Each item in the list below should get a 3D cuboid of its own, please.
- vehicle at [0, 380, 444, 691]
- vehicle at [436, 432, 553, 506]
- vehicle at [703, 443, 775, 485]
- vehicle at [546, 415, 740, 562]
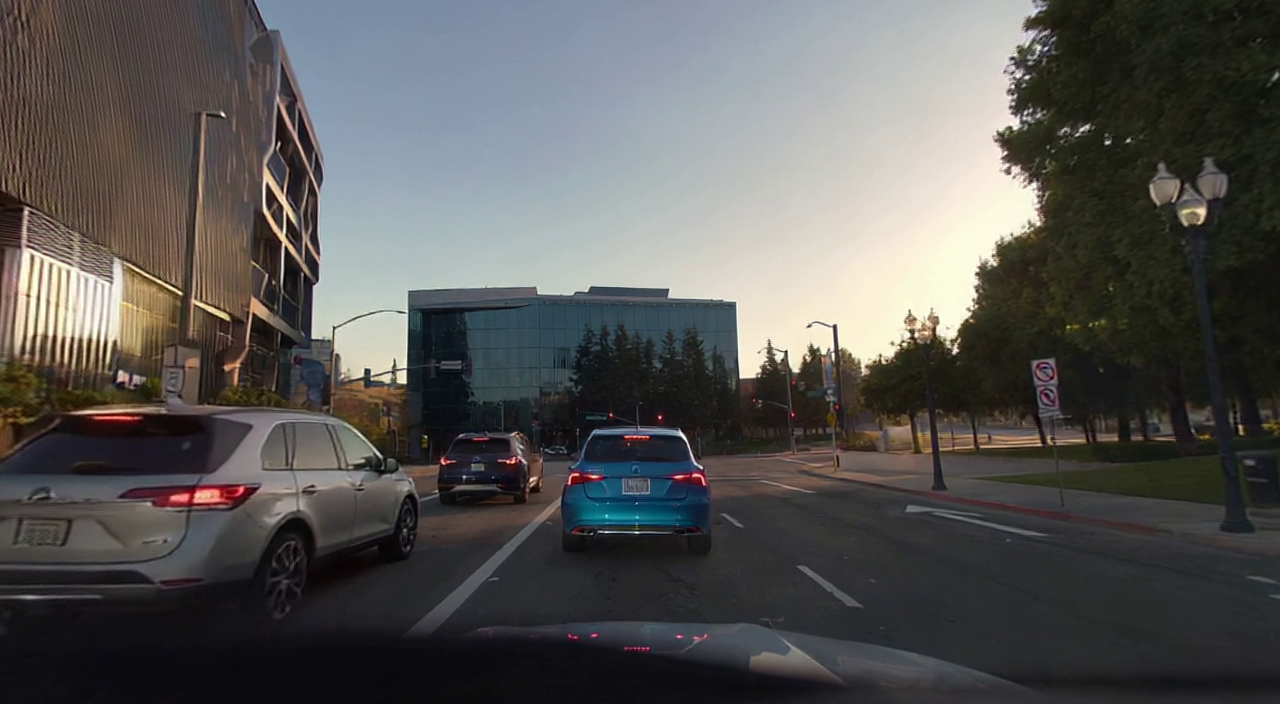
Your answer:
[{"bbox_3d":[-3.560,1.324,5.730,2.083,1.691,4.398,0,-8,1],"label":"vehicle"},{"bbox_3d":[-3.615,2.988,16.586,2.068,1.678,4.199,0,-8,0],"label":"vehicle"},{"bbox_3d":[3.714,4.260,24.461,2.082,1.445,4.426,0,-8,0],"label":"vehicle"},{"bbox_3d":[0.007,1.876,9.393,2.207,1.659,4.155,0,-8,-1],"label":"vehicle"}]
